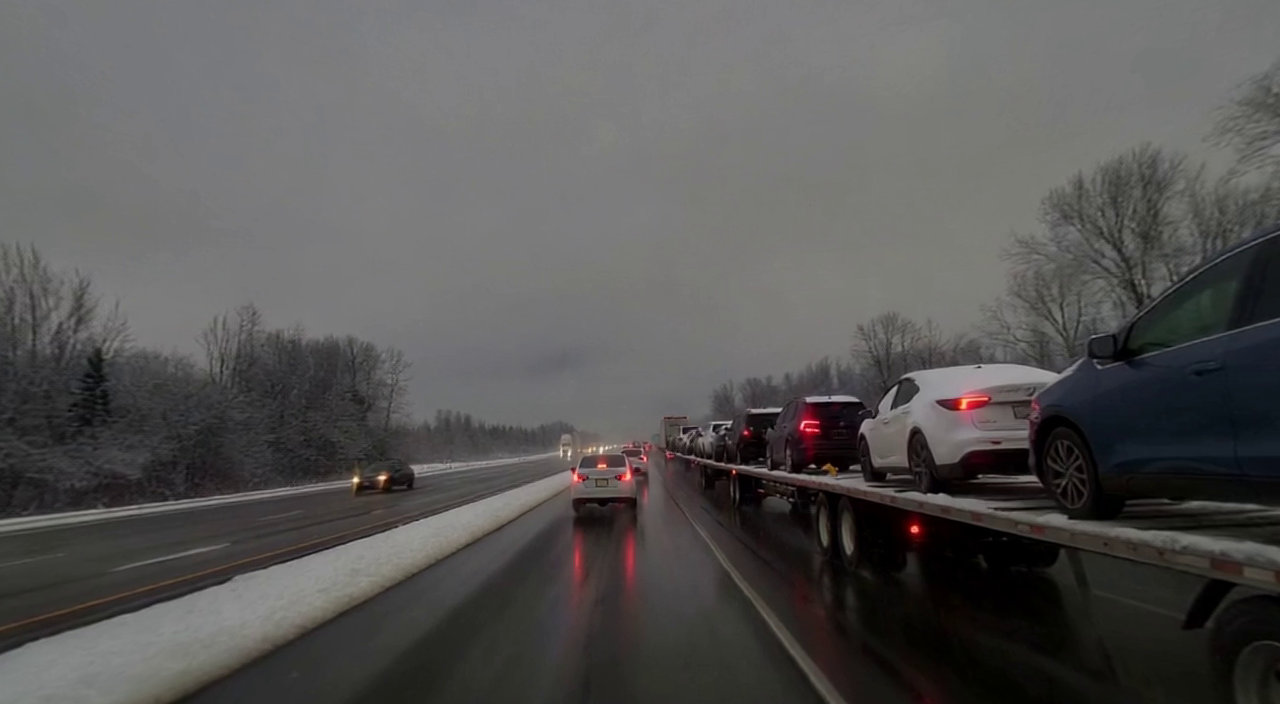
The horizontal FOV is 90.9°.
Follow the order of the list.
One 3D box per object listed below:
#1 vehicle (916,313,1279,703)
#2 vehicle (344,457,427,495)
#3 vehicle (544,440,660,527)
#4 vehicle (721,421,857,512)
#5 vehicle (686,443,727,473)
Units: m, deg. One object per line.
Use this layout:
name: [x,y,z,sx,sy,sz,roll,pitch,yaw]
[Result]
vehicle: [3.462,0.891,3.346,1.959,1.783,4.407,0,-9,0]
vehicle: [-11.201,5.462,28.032,2.089,1.482,3.770,0,-9,1]
vehicle: [-0.664,2.565,12.750,1.991,1.466,3.675,0,-9,0]
vehicle: [3.400,2.725,15.290,2.303,1.889,3.920,0,-9,0]
vehicle: [3.942,6.334,37.845,1.938,1.660,4.223,0,-9,0]
